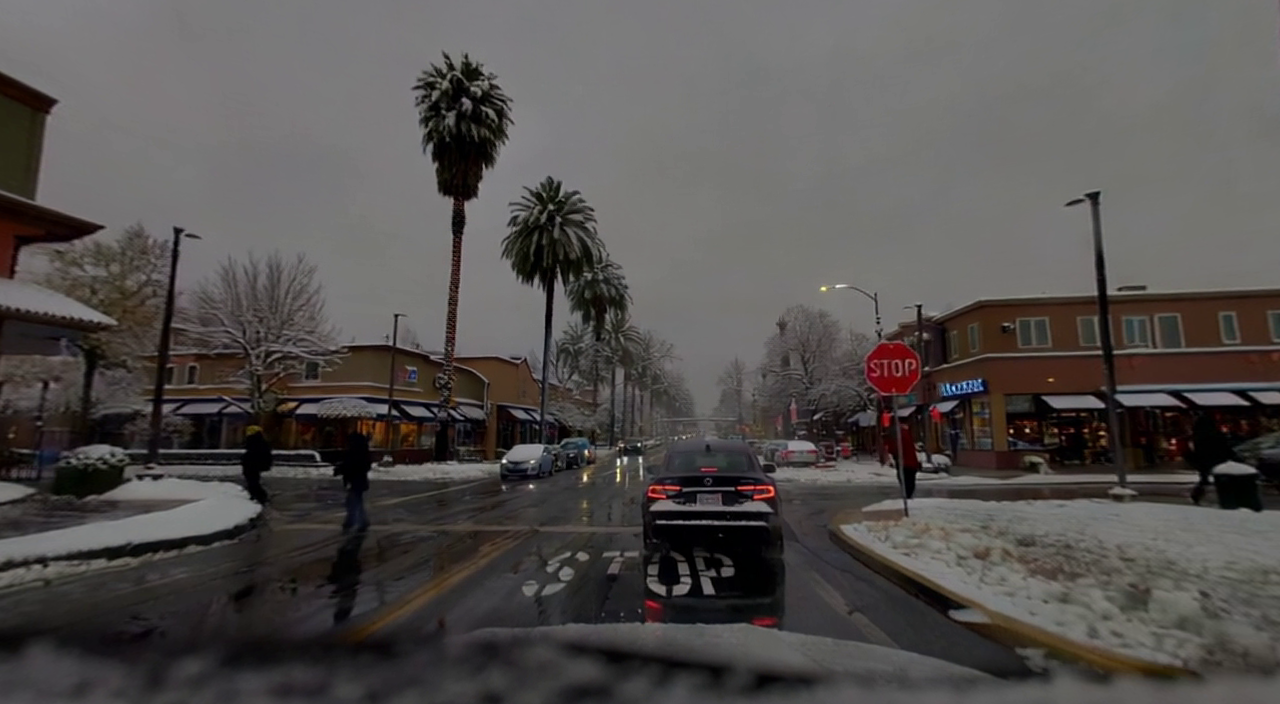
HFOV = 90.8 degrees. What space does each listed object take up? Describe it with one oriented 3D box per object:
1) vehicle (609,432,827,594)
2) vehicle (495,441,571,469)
[{"bbox_3d":[0.899,1.813,7.984,2.031,1.479,3.969,-1,-9,5],"label":"vehicle"},{"bbox_3d":[-7.006,6.747,41.465,4.529,1.682,1.895,6,-11,-37],"label":"vehicle"}]
